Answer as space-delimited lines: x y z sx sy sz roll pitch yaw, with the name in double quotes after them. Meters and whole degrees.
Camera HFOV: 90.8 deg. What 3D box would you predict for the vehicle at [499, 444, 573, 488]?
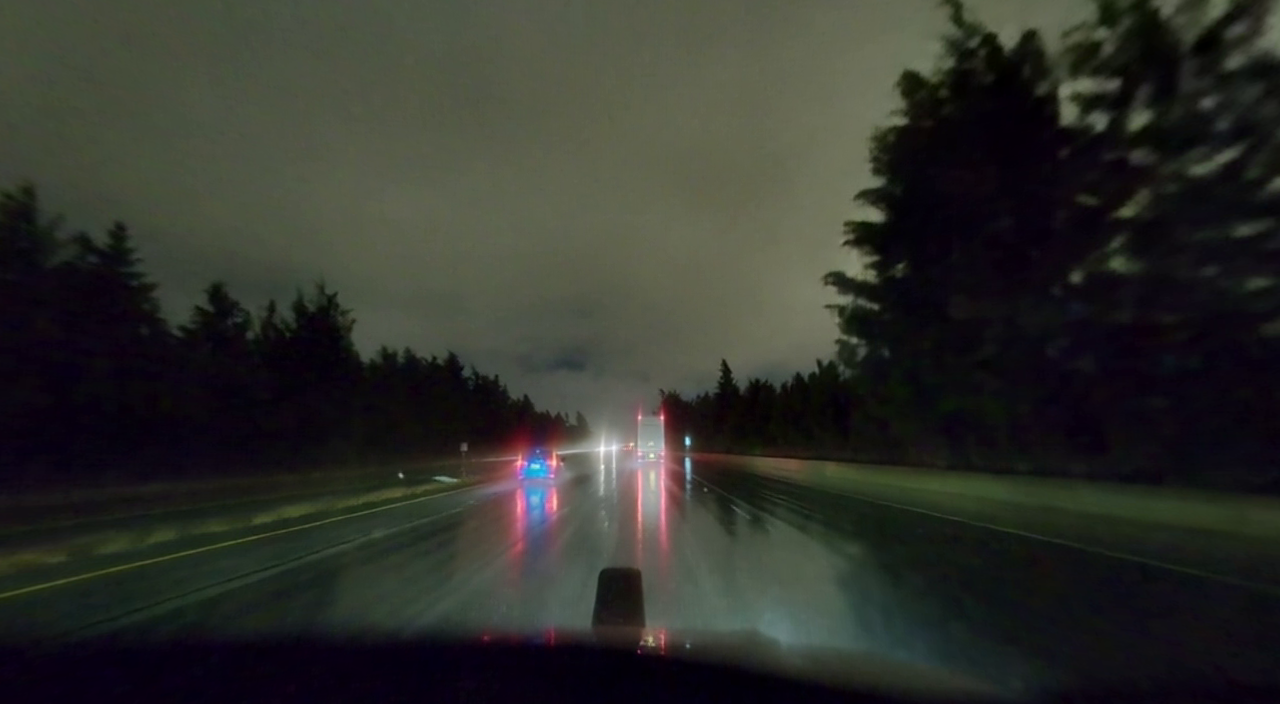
-3.960 4.453 24.964 1.999 1.533 4.870 -1 -9 1 "vehicle"
